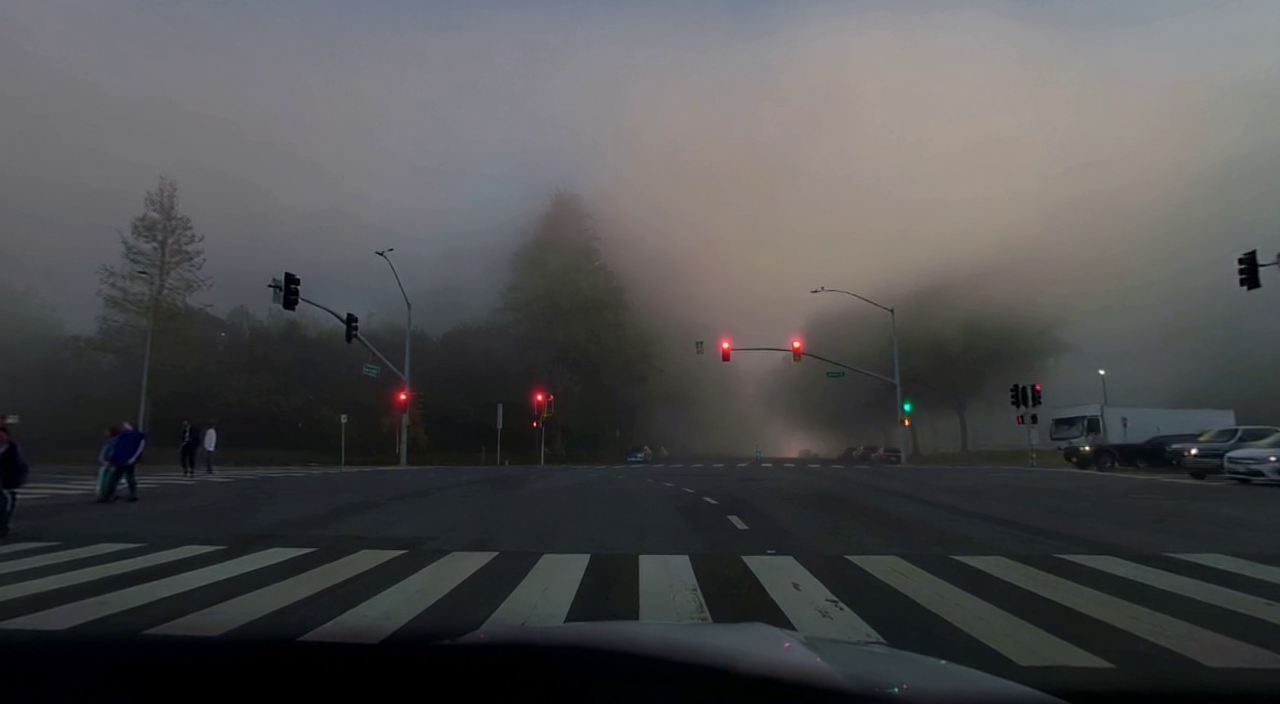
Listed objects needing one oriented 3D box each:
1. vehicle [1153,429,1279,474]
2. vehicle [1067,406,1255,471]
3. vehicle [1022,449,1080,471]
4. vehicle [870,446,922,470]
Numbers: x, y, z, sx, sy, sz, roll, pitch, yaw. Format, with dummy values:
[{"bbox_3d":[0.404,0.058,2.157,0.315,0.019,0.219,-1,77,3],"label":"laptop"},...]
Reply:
[{"bbox_3d":[20.916,3.408,21.731,4.740,1.464,1.876,-1,-9,3],"label":"vehicle"},{"bbox_3d":[22.940,3.864,28.090,5.855,2.746,2.523,-1,-9,3],"label":"vehicle"},{"bbox_3d":[27.681,7.277,42.686,1.589,1.405,3.633,-1,-9,4],"label":"vehicle"},{"bbox_3d":[17.517,7.244,43.500,1.789,1.557,4.293,0,-9,0],"label":"vehicle"}]
